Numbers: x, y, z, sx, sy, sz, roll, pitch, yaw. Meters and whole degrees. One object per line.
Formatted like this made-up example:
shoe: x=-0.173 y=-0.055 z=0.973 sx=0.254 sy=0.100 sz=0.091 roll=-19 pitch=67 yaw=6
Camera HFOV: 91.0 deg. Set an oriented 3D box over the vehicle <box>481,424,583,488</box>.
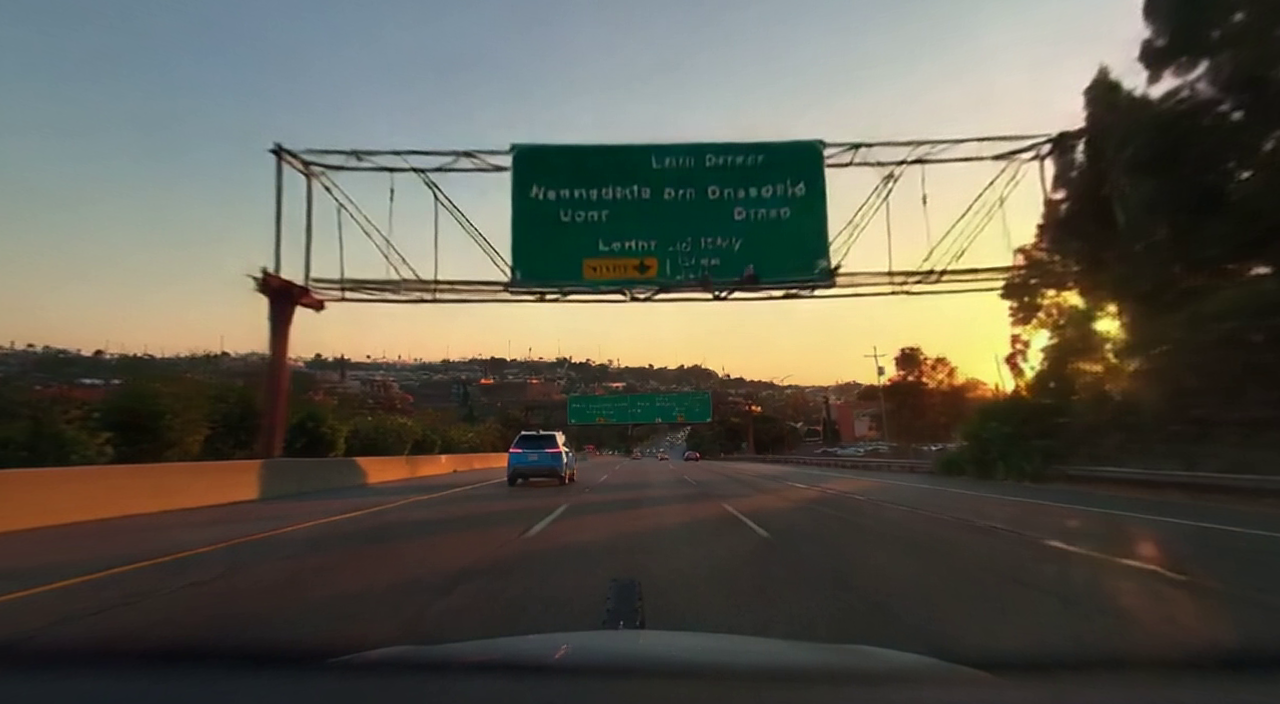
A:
vehicle: x=-3.535 y=3.569 z=21.965 sx=2.431 sy=1.928 sz=5.760 roll=0 pitch=-8 yaw=1
